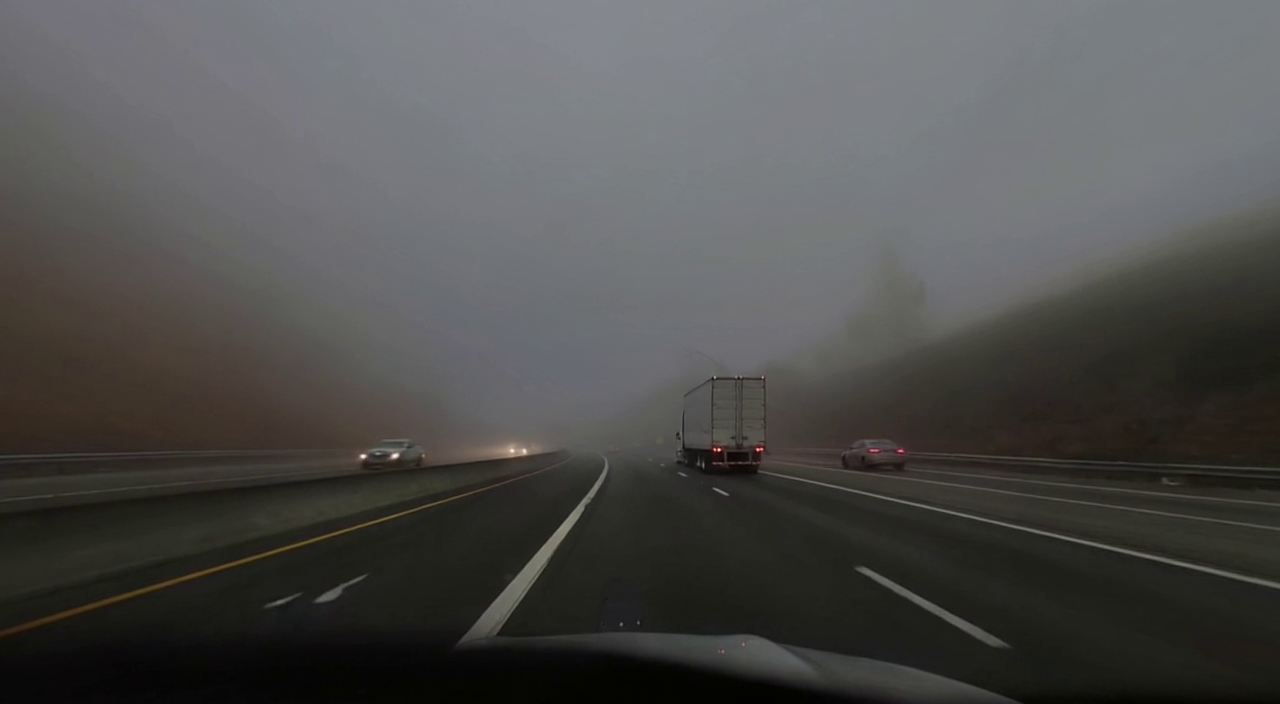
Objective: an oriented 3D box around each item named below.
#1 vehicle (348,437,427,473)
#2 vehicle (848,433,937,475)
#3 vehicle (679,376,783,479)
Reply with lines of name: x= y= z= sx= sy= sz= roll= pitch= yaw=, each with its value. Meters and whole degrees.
vehicle: x=-13.365 y=5.499 z=33.757 sx=2.113 sy=1.783 sz=5.320 roll=0 pitch=-9 yaw=-1
vehicle: x=11.422 y=4.659 z=28.903 sx=2.046 sy=1.741 sz=4.769 roll=0 pitch=-9 yaw=-1
vehicle: x=3.833 y=3.700 z=29.750 sx=3.049 sy=3.968 sz=10.706 roll=0 pitch=-9 yaw=-1
